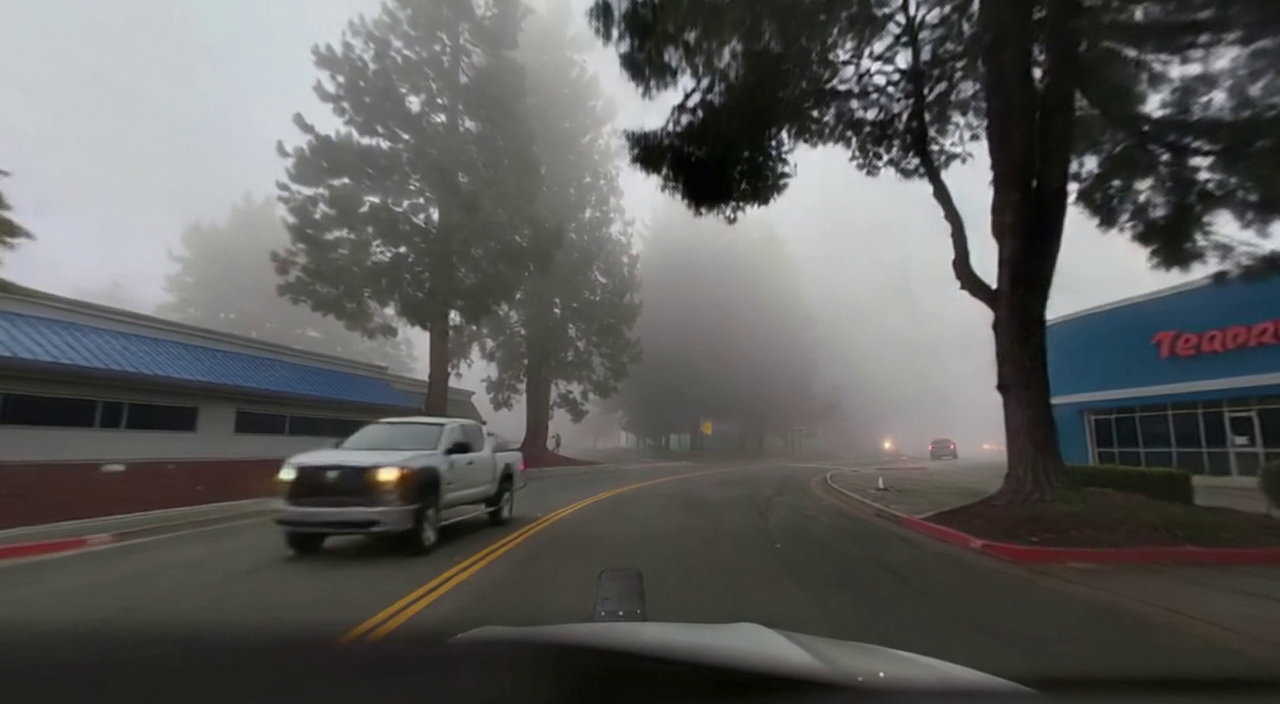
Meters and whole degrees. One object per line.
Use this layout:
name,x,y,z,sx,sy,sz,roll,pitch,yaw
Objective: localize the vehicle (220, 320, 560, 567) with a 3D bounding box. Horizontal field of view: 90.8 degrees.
vehicle,-3.399,1.573,10.983,2.489,2.884,6.940,-1,-9,6
